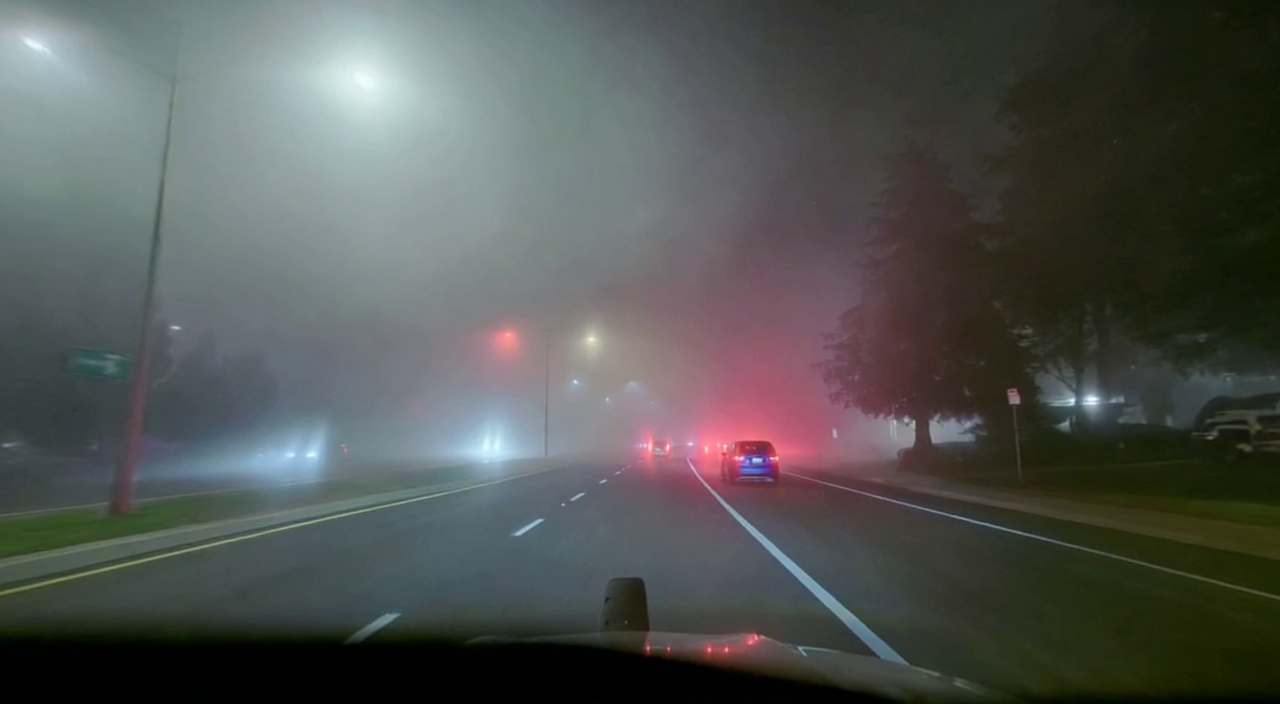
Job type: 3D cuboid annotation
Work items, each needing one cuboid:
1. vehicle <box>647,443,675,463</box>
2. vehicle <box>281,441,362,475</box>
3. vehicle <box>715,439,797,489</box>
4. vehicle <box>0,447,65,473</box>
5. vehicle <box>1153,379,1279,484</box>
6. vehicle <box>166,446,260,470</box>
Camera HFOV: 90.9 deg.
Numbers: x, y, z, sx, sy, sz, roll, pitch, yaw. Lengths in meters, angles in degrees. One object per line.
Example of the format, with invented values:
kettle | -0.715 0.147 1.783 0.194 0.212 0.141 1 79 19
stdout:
vehicle | 1.682 7.822 48.979 2.059 1.477 3.988 -1 -8 4
vehicle | -14.631 4.877 29.227 1.809 1.434 3.952 0 -8 -2
vehicle | 3.825 3.769 21.630 1.981 1.499 4.536 0 -8 1
vehicle | -42.921 7.361 43.132 4.598 1.712 2.298 1 -8 -9
vehicle | 21.064 2.543 20.103 2.713 3.202 6.843 1 -9 -12
vehicle | -27.002 6.720 39.976 4.456 1.428 1.950 1 -8 -5
